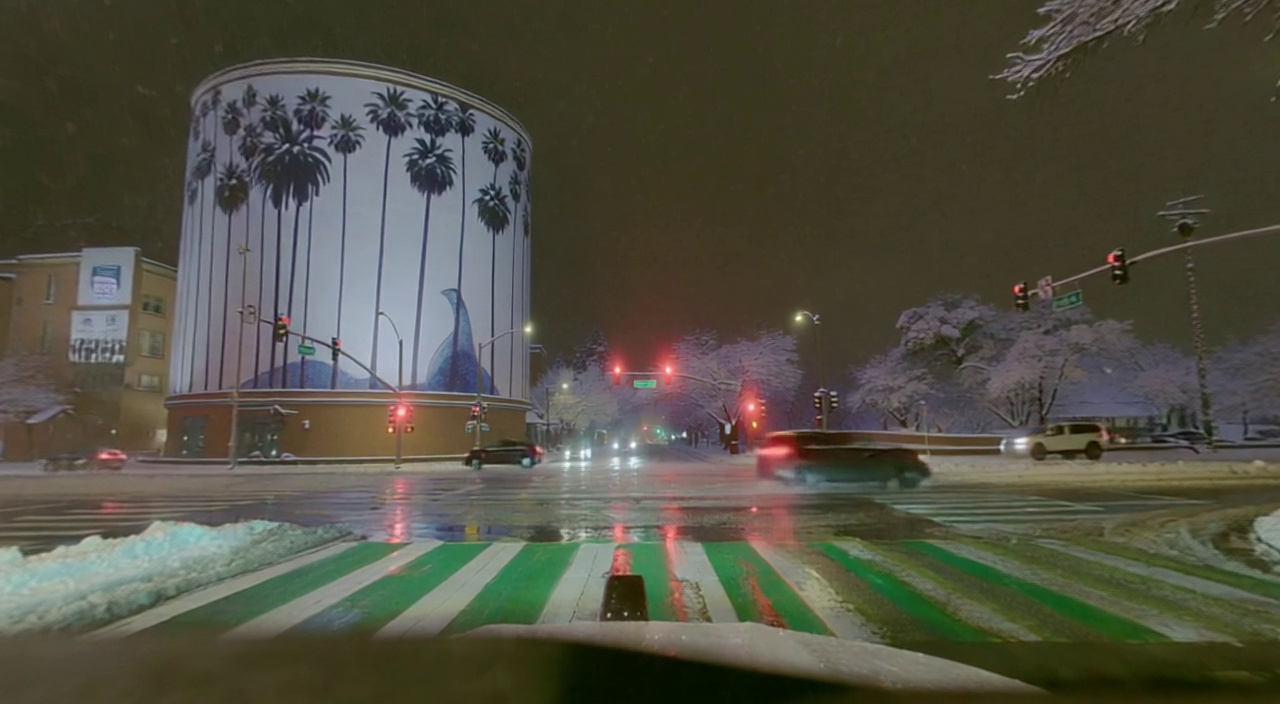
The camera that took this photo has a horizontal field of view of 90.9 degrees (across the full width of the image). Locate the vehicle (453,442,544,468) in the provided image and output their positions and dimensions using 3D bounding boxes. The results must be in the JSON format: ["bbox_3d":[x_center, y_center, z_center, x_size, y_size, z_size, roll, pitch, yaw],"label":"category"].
[{"bbox_3d":[-8.206,6.041,36.942,4.893,1.458,1.791,0,-8,1],"label":"vehicle"}]

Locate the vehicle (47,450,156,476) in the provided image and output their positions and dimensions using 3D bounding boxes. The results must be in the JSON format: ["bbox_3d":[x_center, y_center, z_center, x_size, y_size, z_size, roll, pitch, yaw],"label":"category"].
[{"bbox_3d":[-31.928,6.566,37.443,4.784,1.465,1.798,0,-8,0],"label":"vehicle"}]

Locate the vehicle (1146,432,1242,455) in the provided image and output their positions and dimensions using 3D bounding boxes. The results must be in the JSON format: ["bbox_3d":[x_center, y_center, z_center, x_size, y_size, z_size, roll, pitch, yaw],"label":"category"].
[{"bbox_3d":[36.188,6.013,41.239,4.606,1.449,1.687,0,-8,2],"label":"vehicle"}]

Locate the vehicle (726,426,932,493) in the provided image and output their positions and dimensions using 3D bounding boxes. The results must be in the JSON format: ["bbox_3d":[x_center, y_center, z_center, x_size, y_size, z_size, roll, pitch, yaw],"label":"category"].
[{"bbox_3d":[4.891,2.859,16.908,4.875,1.669,1.953,0,-8,1],"label":"vehicle"}]

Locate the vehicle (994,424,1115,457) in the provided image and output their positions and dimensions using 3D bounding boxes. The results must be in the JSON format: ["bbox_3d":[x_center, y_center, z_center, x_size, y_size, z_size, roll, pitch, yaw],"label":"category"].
[{"bbox_3d":[24.183,5.198,36.943,5.477,1.880,2.125,0,-8,1],"label":"vehicle"}]

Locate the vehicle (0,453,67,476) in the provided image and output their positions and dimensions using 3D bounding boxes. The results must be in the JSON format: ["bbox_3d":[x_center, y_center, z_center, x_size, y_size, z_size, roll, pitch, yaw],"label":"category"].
[{"bbox_3d":[-41.656,7.608,42.792,3.698,1.508,1.779,0,-8,1],"label":"vehicle"}]
